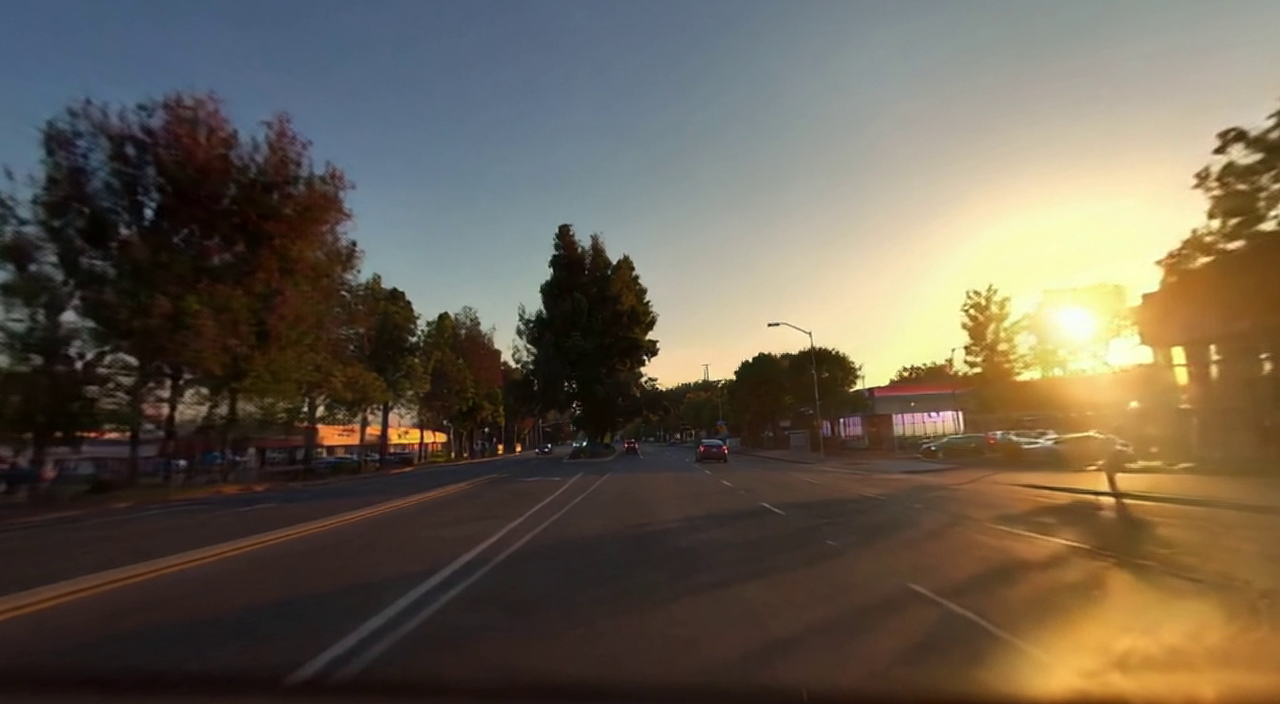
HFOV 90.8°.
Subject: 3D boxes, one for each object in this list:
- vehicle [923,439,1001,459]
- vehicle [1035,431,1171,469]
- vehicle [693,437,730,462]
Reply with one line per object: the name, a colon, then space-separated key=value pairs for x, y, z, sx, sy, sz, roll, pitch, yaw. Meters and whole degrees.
vehicle: x=23.524 y=7.114 z=46.346 sx=1.886 sy=1.438 sz=4.742 roll=6 pitch=-10 yaw=-33
vehicle: x=22.794 y=4.850 z=31.322 sx=2.086 sy=1.730 sz=4.913 roll=6 pitch=-11 yaw=-35
vehicle: x=4.903 y=6.727 z=43.629 sx=1.957 sy=1.643 sz=4.226 roll=0 pitch=-9 yaw=-1
